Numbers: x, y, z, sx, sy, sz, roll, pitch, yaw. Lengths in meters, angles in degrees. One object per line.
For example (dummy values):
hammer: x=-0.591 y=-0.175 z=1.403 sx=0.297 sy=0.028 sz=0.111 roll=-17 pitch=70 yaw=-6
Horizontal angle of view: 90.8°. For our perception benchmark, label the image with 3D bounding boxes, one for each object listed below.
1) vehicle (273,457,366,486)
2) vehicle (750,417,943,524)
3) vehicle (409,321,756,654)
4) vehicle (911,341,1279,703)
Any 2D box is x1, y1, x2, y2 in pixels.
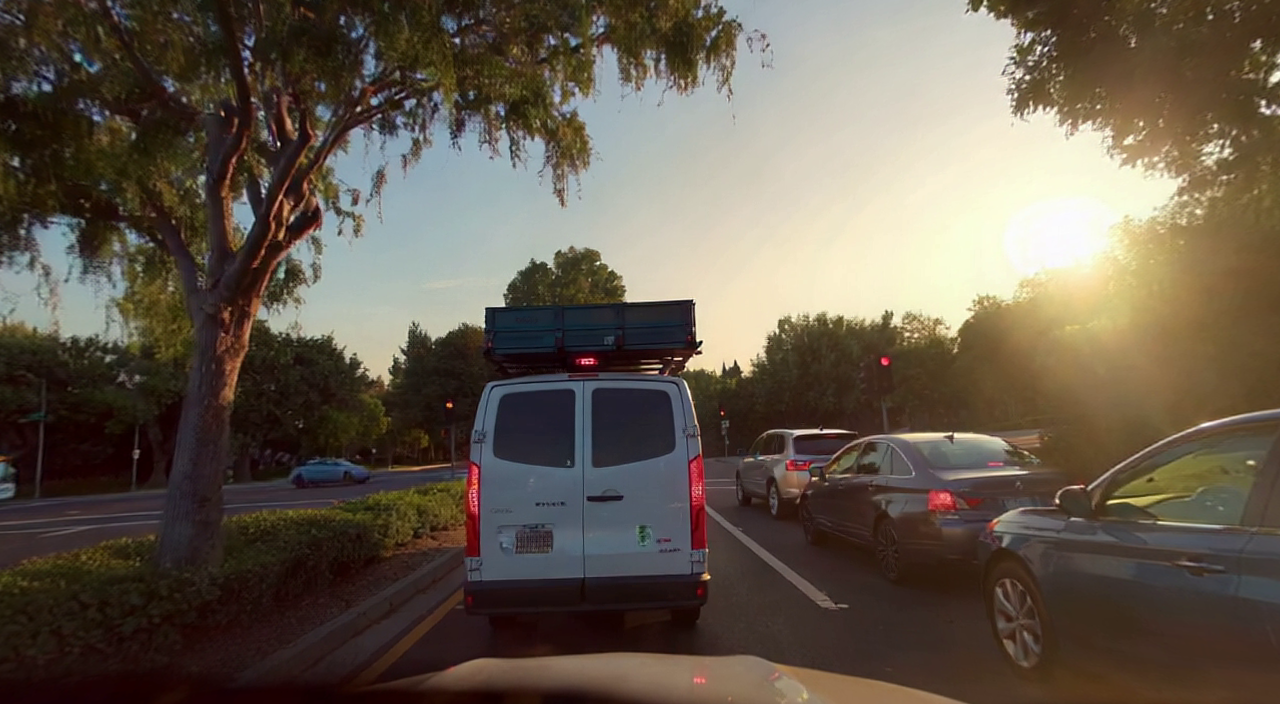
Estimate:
vehicle: x=-16.557 y=6.165 z=32.715 sx=4.135 sy=1.321 sz=1.687 roll=4 pitch=-10 yaw=-27
vehicle: x=3.688 y=2.212 z=12.271 sx=2.024 sy=1.692 sz=4.252 roll=1 pitch=-9 yaw=-4
vehicle: x=-0.361 y=1.150 z=6.189 sx=2.145 sy=2.089 sz=4.309 roll=0 pitch=-9 yaw=0
vehicle: x=3.453 y=0.939 z=3.398 sx=1.965 sy=1.671 sz=4.146 roll=0 pitch=-9 yaw=-3
